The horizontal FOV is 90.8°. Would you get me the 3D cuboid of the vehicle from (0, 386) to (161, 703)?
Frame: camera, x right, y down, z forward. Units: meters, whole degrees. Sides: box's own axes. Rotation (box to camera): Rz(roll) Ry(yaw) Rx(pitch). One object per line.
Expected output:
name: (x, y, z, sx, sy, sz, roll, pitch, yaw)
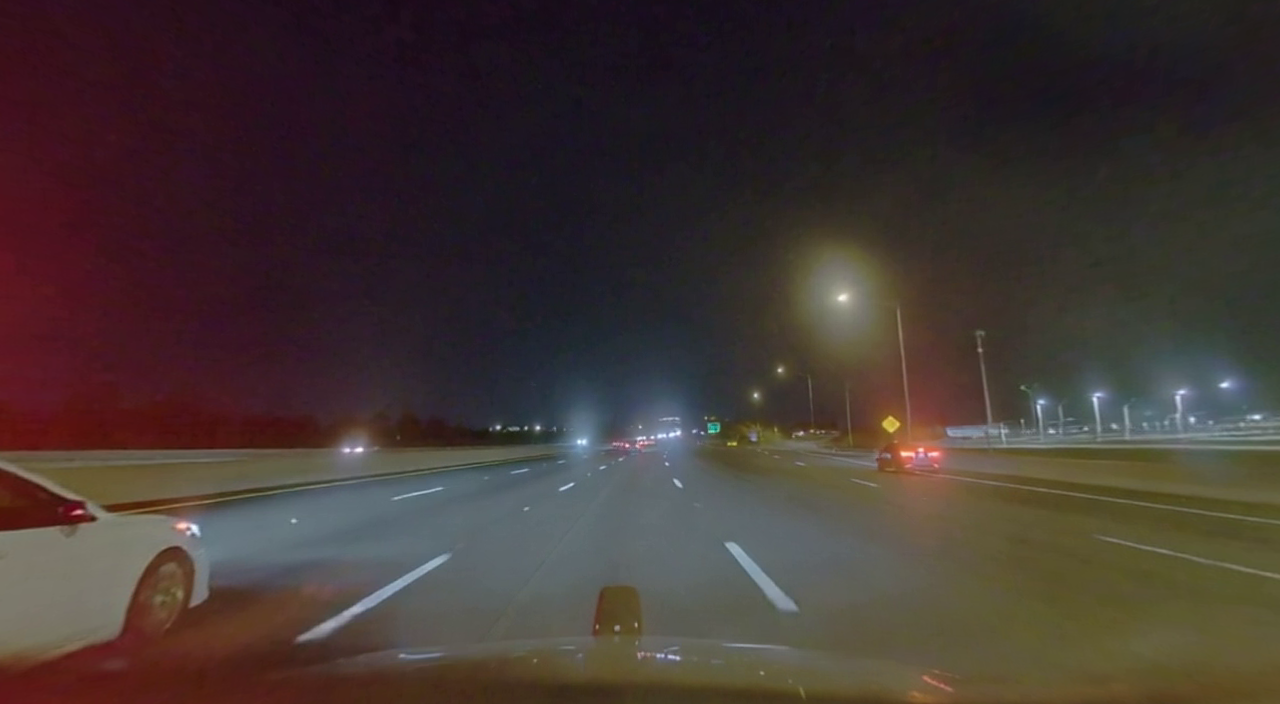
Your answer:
vehicle: (-3.816, 0.688, 1.104, 1.984, 1.553, 5.065, 0, -8, 0)
